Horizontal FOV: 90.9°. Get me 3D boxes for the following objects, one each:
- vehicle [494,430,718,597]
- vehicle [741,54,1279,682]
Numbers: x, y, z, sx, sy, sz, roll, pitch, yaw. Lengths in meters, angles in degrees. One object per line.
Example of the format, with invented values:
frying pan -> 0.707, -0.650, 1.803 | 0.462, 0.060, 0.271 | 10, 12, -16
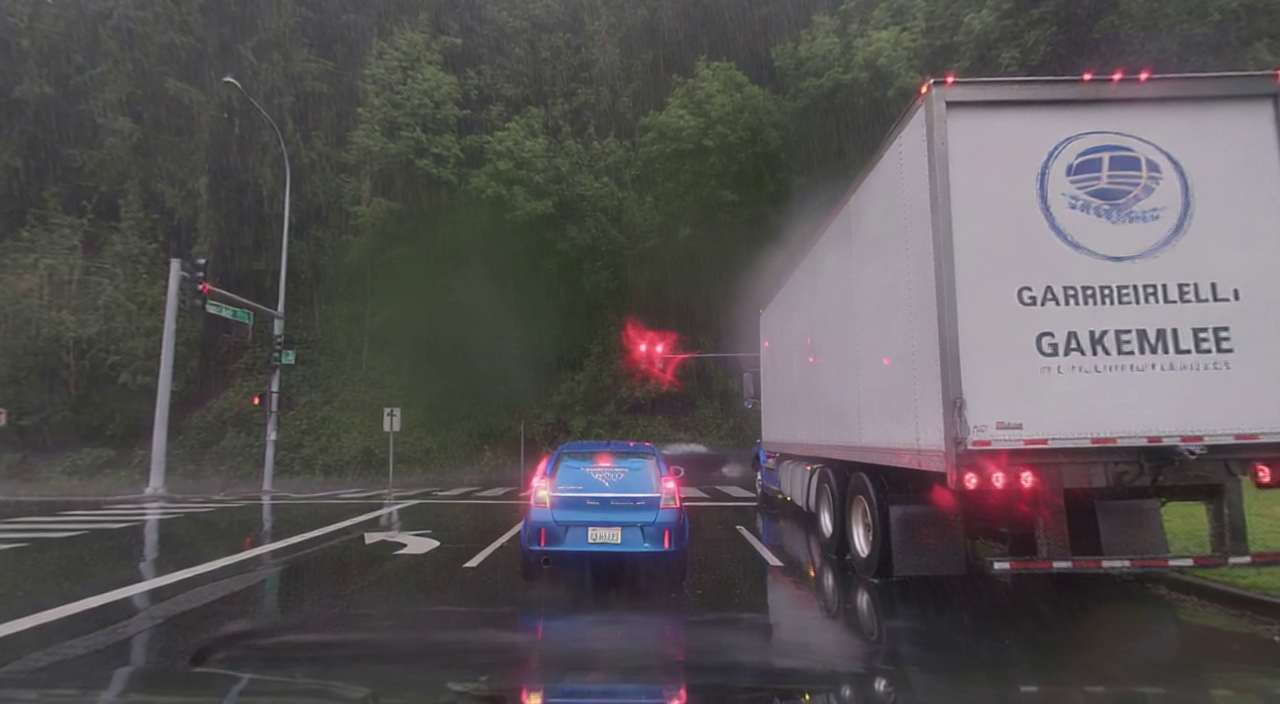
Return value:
vehicle -> -0.337, 1.708, 7.426 | 1.975, 1.457, 3.526 | 0, -9, -1
vehicle -> 3.510, 0.706, 8.568 | 2.884, 3.753, 9.763 | 0, -9, 2
